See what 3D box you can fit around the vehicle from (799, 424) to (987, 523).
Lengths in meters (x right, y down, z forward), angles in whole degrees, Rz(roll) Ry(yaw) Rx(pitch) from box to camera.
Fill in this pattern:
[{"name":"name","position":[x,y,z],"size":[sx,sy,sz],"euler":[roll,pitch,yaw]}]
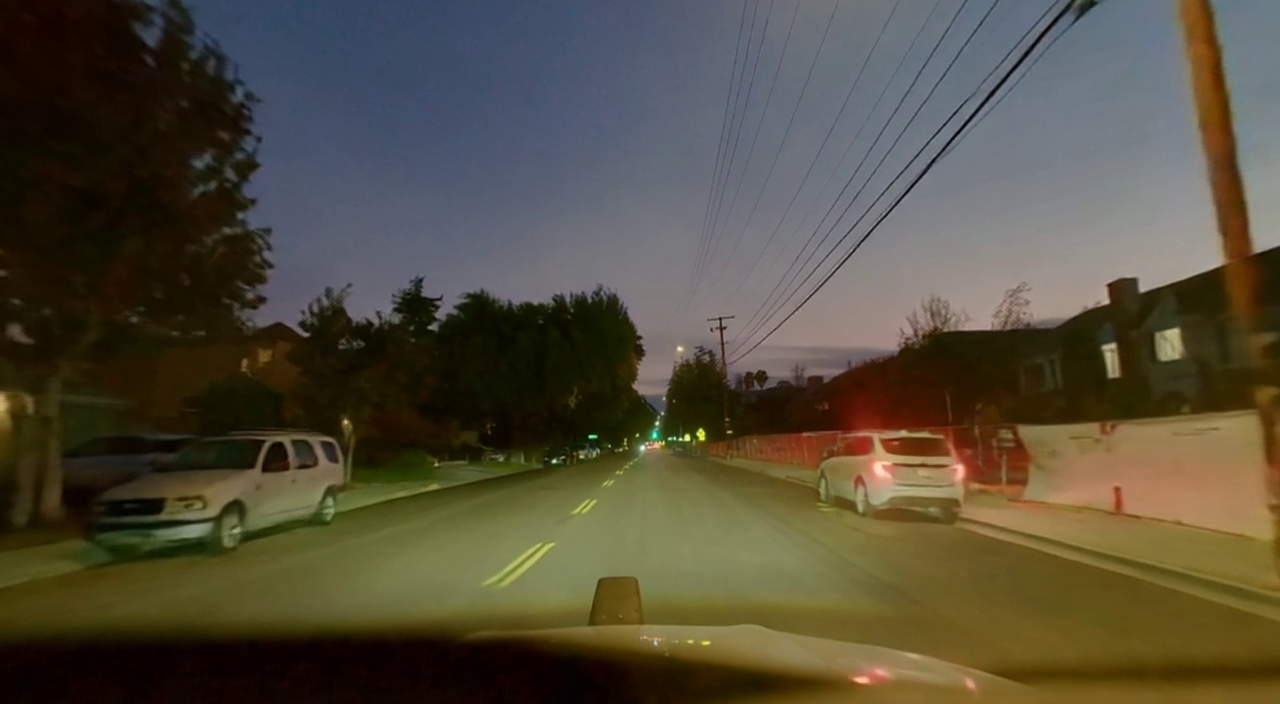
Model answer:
[{"name":"vehicle","position":[4.546,2.233,12.145],"size":[1.902,1.542,4.099],"euler":[0,-8,0]}]

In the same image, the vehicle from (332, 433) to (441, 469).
[{"name":"vehicle","position":[-13.069,5.133,32.778],"size":[4.752,1.734,1.998],"euler":[0,-8,2]}]

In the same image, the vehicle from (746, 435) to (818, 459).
[{"name":"vehicle","position":[10.722,7.202,47.958],"size":[4.920,1.759,1.998],"euler":[1,-8,-1]}]

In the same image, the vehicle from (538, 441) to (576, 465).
[{"name":"vehicle","position":[-5.745,7.075,44.231],"size":[1.771,1.512,4.281],"euler":[1,-9,4]}]

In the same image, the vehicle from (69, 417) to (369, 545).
[{"name":"vehicle","position":[-7.021,2.181,11.360],"size":[2.055,1.806,4.540],"euler":[-1,-8,3]}]
